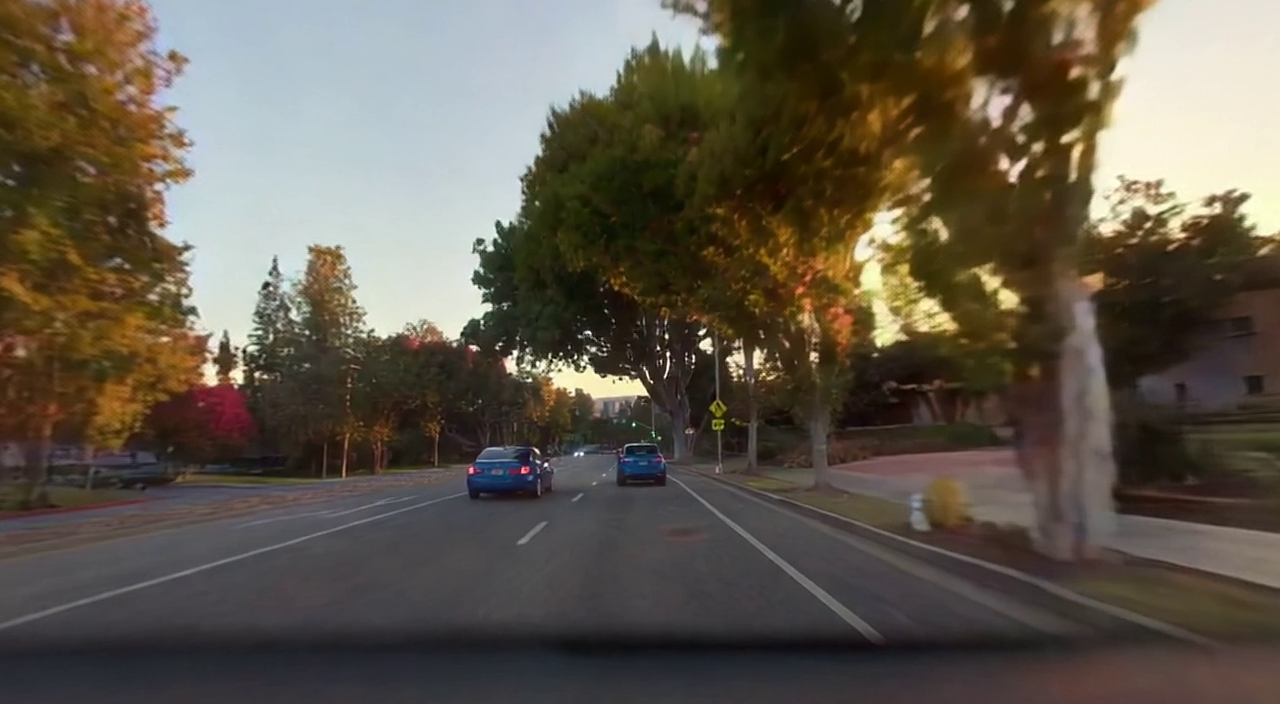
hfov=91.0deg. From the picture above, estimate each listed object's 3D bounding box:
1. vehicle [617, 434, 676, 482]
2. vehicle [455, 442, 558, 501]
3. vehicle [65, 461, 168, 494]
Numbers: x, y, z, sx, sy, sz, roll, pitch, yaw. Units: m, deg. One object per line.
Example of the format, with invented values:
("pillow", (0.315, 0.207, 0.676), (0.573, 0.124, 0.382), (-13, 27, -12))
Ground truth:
("vehicle", (0.181, 4.306, 25.871), (2.215, 1.799, 4.426), (0, -8, -1))
("vehicle", (-3.630, 3.302, 17.893), (2.036, 1.447, 4.044), (0, -8, 0))
("vehicle", (-28.059, 6.713, 33.938), (1.826, 1.464, 4.533), (0, -8, -3))
